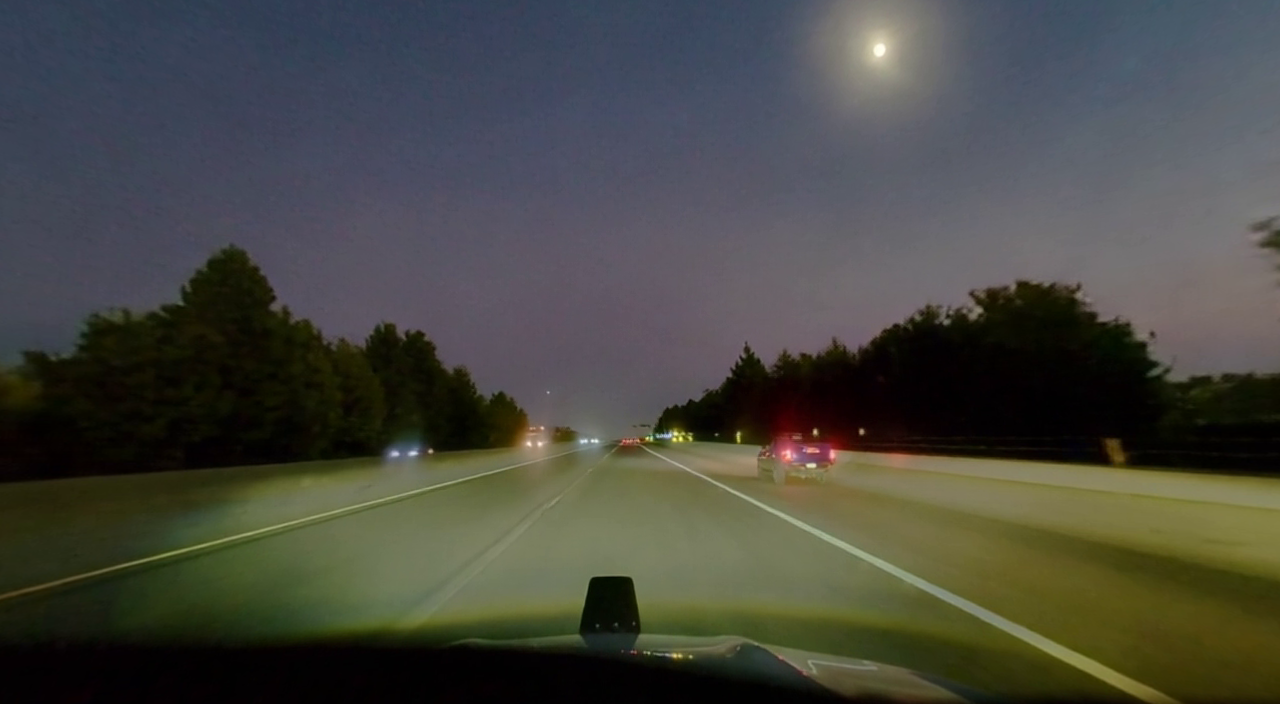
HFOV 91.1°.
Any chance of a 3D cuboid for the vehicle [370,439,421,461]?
[{"bbox_3d":[-17.473,6.993,45.168,1.985,1.448,4.191,0,-8,0],"label":"vehicle"}]
